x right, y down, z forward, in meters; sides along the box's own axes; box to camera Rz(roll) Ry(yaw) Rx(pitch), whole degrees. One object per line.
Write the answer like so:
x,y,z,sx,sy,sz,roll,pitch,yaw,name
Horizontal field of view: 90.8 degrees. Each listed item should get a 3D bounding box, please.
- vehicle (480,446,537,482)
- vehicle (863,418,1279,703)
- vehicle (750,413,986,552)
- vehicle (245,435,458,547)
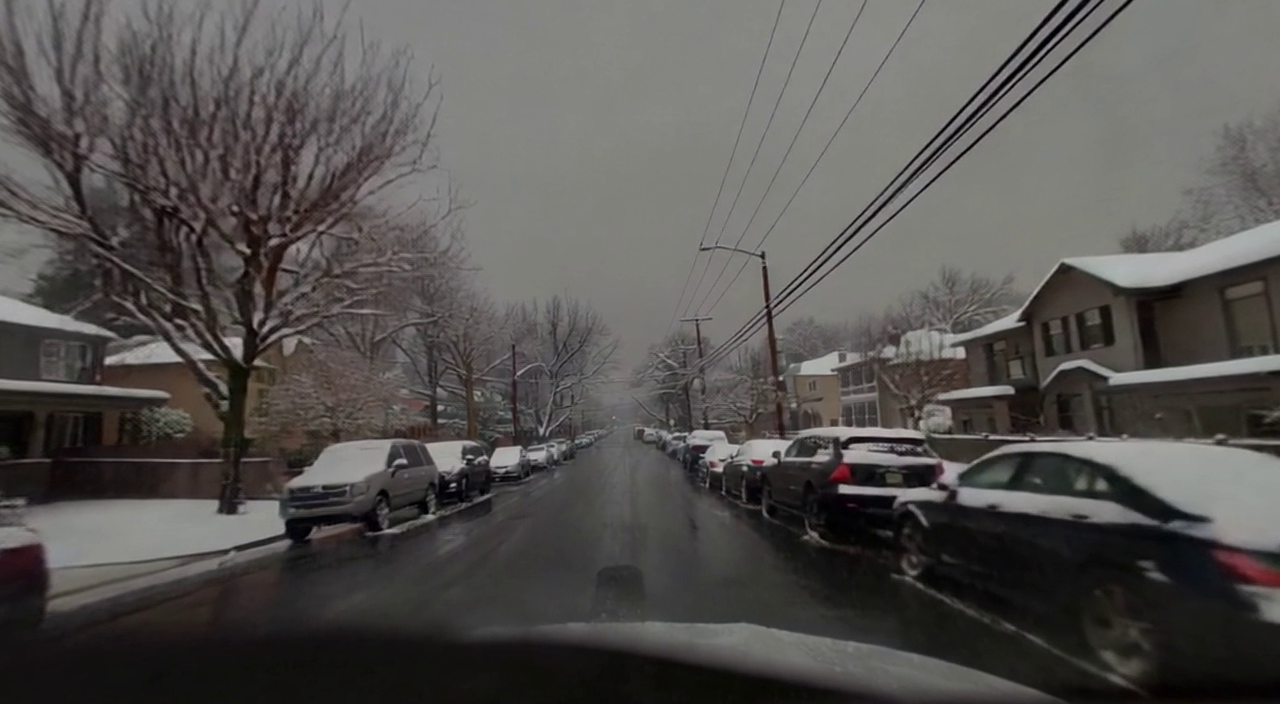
-6.470,5.539,31.585,2.002,1.585,5.080,0,-8,-3,vehicle
3.752,1.367,4.962,2.174,1.504,4.809,0,-8,-1,vehicle
3.477,2.099,10.968,2.009,1.810,5.045,0,-8,-3,vehicle
-5.988,2.908,14.207,2.184,1.958,5.757,0,-8,-2,vehicle
